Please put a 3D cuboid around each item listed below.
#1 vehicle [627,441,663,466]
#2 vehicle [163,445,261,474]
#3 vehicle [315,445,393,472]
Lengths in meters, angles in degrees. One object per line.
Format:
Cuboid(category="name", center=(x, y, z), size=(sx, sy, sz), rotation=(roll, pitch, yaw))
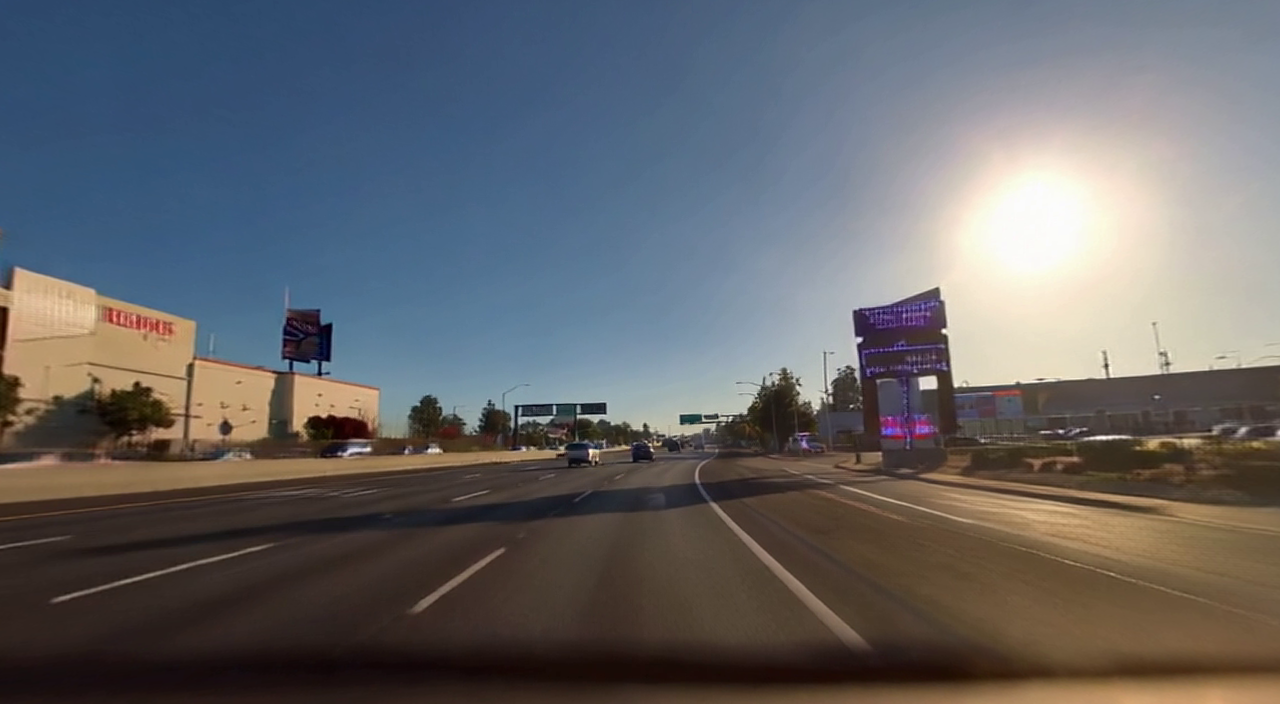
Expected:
Cuboid(category="vehicle", center=(0.424, 7.543, 47.235), size=(2.139, 1.782, 4.079), rotation=(-1, -9, 7))
Cuboid(category="vehicle", center=(-23.398, 5.889, 34.803), size=(1.935, 1.459, 4.524), rotation=(-1, -9, 5))
Cuboid(category="vehicle", center=(-16.736, 6.250, 37.301), size=(1.941, 1.475, 4.722), rotation=(-1, -9, 7))
